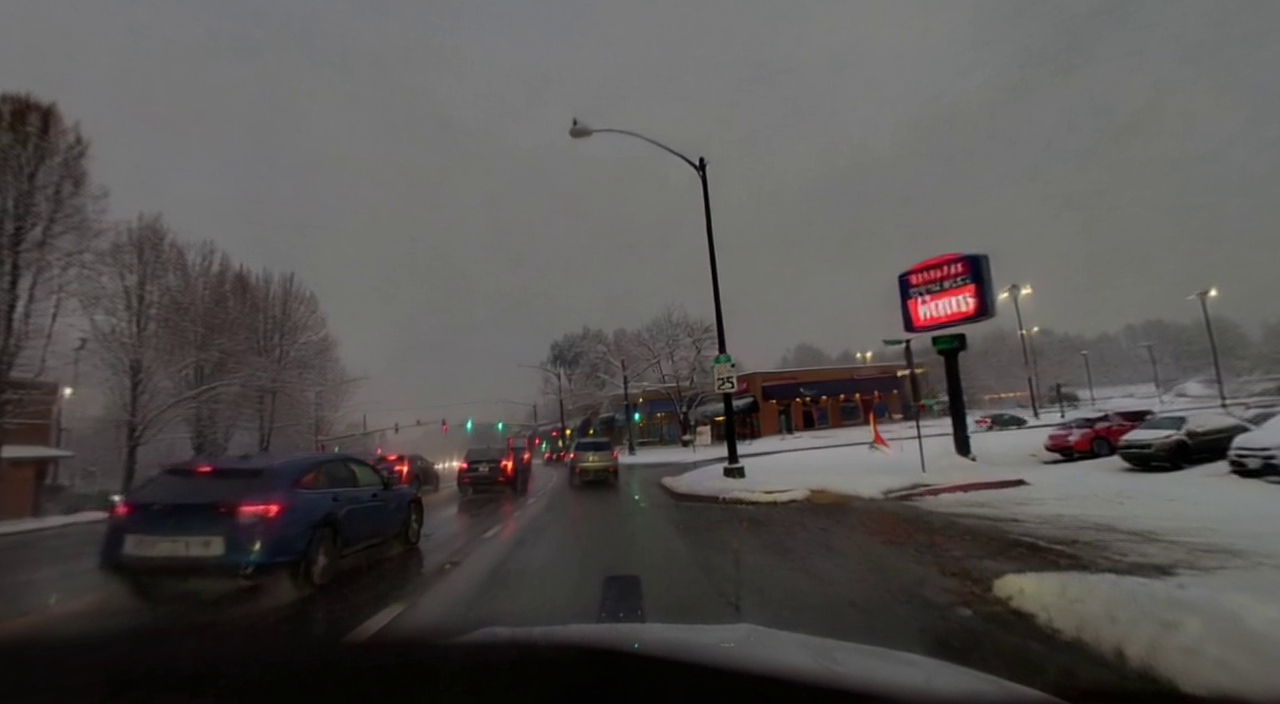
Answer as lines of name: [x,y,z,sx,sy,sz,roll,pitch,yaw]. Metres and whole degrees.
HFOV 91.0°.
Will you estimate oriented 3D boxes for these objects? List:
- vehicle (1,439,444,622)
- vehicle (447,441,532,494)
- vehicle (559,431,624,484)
vehicle: [-4.358,1.919,8.039,2.090,1.506,5.326,1,-9,-1]
vehicle: [-4.881,3.800,21.131,1.974,1.549,4.603,1,-9,-4]
vehicle: [-1.823,3.838,23.106,2.144,1.704,4.028,1,-9,-6]
